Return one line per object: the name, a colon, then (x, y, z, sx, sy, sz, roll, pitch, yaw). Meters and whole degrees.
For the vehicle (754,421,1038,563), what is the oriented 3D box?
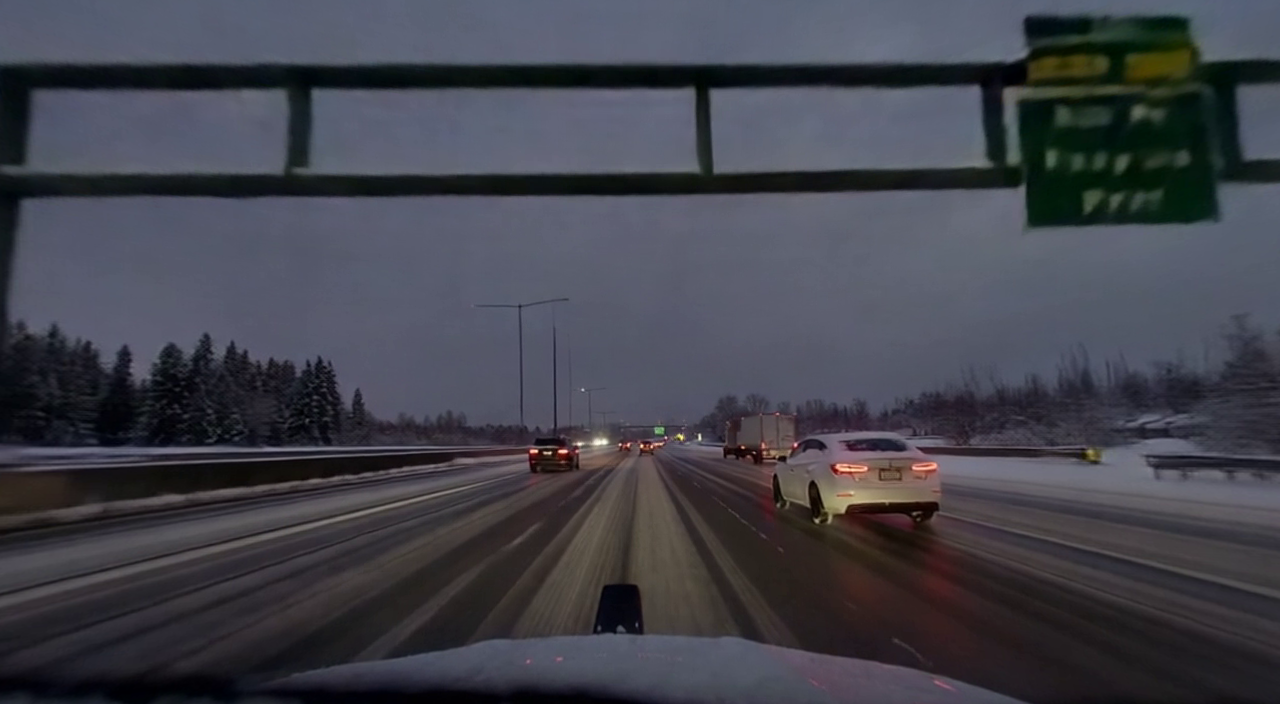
vehicle: (3.275, 1.909, 9.487, 2.107, 1.550, 4.949, 0, -8, -1)

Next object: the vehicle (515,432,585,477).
vehicle: (-3.698, 4.335, 26.873, 2.193, 1.746, 4.512, 0, -8, 1)
